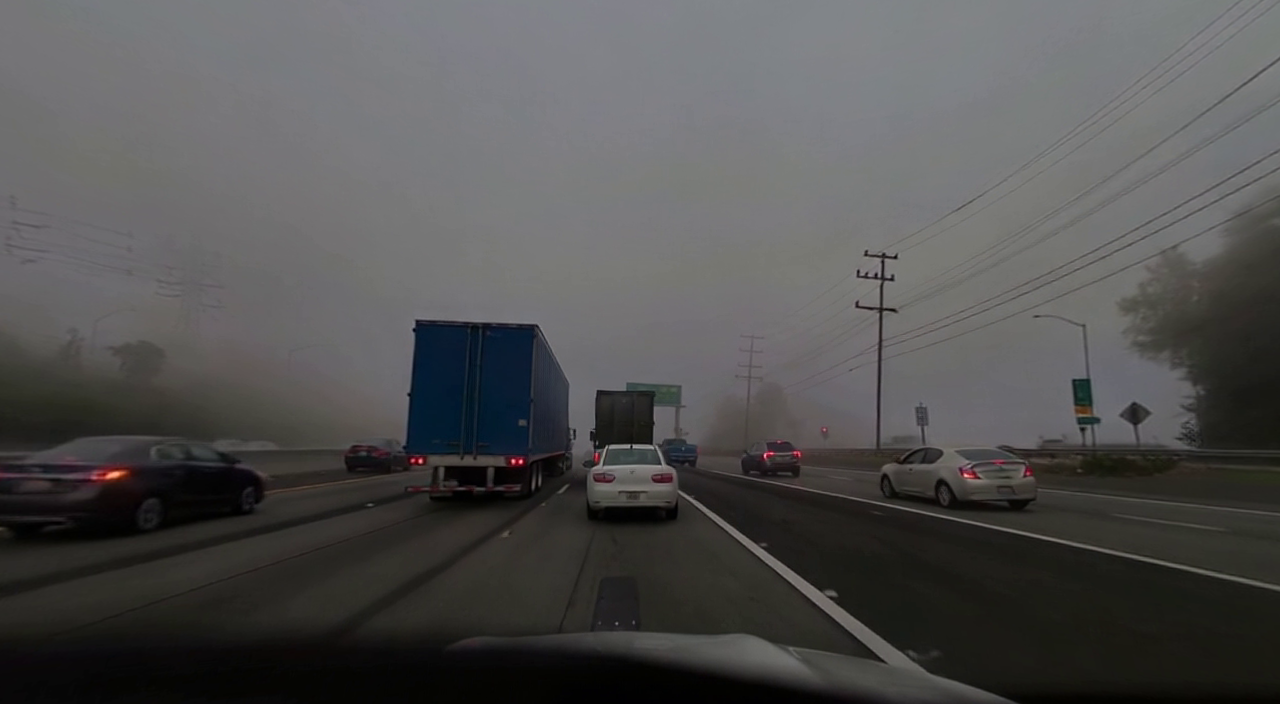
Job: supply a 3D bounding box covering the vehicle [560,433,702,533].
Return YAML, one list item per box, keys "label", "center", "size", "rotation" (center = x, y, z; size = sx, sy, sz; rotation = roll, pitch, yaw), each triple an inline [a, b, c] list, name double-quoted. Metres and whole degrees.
- label: "vehicle"
  center: [-0.228, 2.269, 11.512]
  size: [2.112, 1.463, 4.012]
  rotation: [0, -9, -3]

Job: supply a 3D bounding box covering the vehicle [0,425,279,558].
- label: "vehicle"
  center: [-7.887, 1.955, 9.633]
  size: [2.016, 1.503, 4.785]
  rotation: [0, -9, -1]

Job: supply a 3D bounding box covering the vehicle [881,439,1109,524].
- label: "vehicle"
  center: [6.842, 2.502, 12.817]
  size: [1.878, 1.406, 4.164]
  rotation: [1, -9, -6]

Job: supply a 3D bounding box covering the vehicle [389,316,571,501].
- label: "vehicle"
  center: [-4.660, 2.655, 23.663]
  size: [3.150, 4.298, 17.928]
  rotation: [1, -9, -3]

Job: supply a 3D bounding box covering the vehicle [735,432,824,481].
- label: "vehicle"
  center: [5.181, 3.953, 24.016]
  size: [2.023, 1.676, 4.002]
  rotation: [1, -9, -7]

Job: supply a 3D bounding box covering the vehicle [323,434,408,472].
- label: "vehicle"
  center: [-12.981, 4.815, 30.262]
  size: [2.148, 1.678, 4.851]
  rotation: [0, -9, -3]
